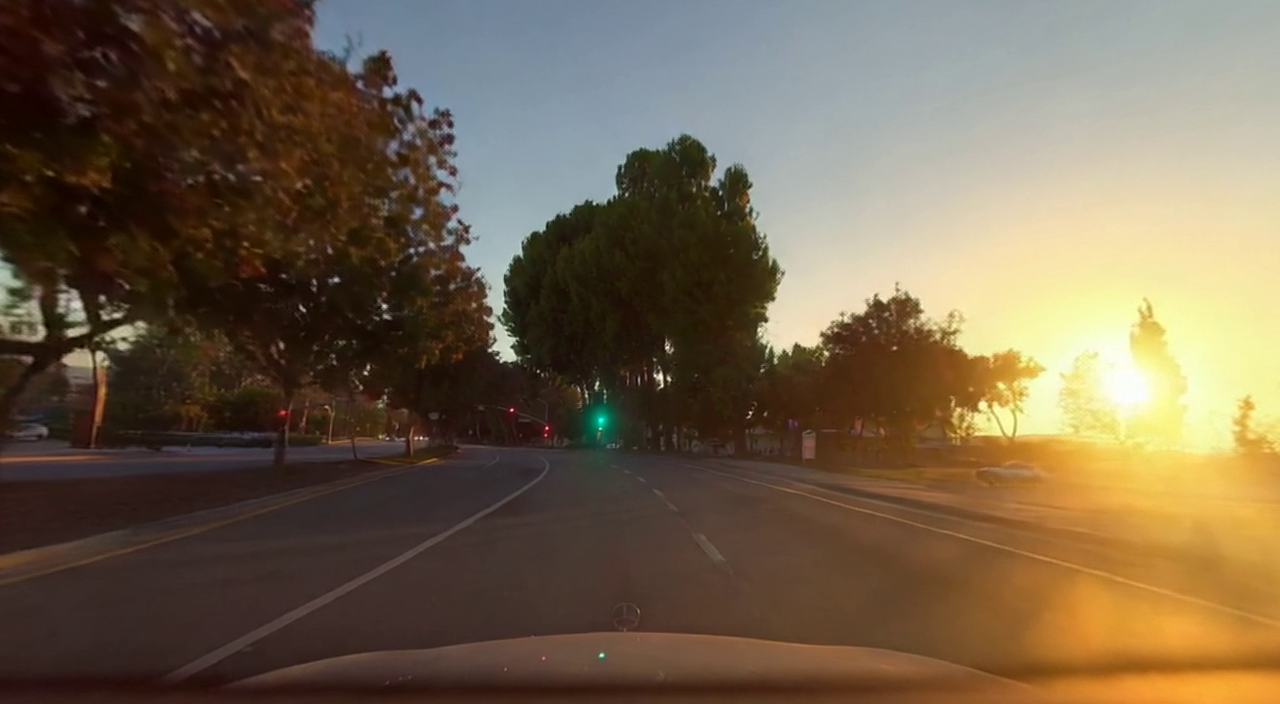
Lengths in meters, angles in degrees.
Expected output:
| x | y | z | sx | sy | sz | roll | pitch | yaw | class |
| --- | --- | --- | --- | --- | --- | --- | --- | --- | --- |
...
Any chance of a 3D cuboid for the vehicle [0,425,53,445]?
| x | y | z | sx | sy | sz | roll | pitch | yaw | class |
| --- | --- | --- | --- | --- | --- | --- | --- | --- | --- |
| -49.240 | 6.559 | 49.712 | 3.885 | 1.507 | 1.980 | 2 | -9 | -16 | vehicle |
